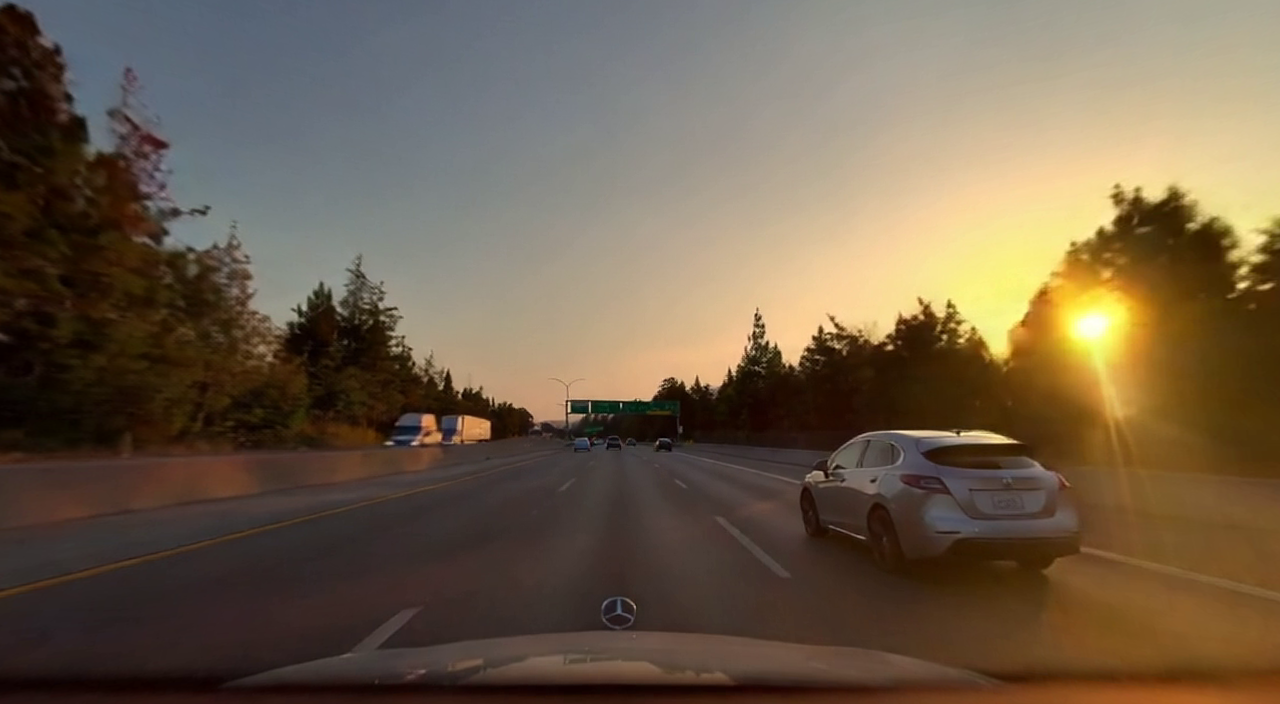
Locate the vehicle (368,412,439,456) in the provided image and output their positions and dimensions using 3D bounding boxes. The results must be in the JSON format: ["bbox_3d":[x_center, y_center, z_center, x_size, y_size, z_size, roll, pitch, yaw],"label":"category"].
[{"bbox_3d":[-15.744,5.543,42.295,2.366,2.696,6.313,0,-8,-1],"label":"vehicle"}]
